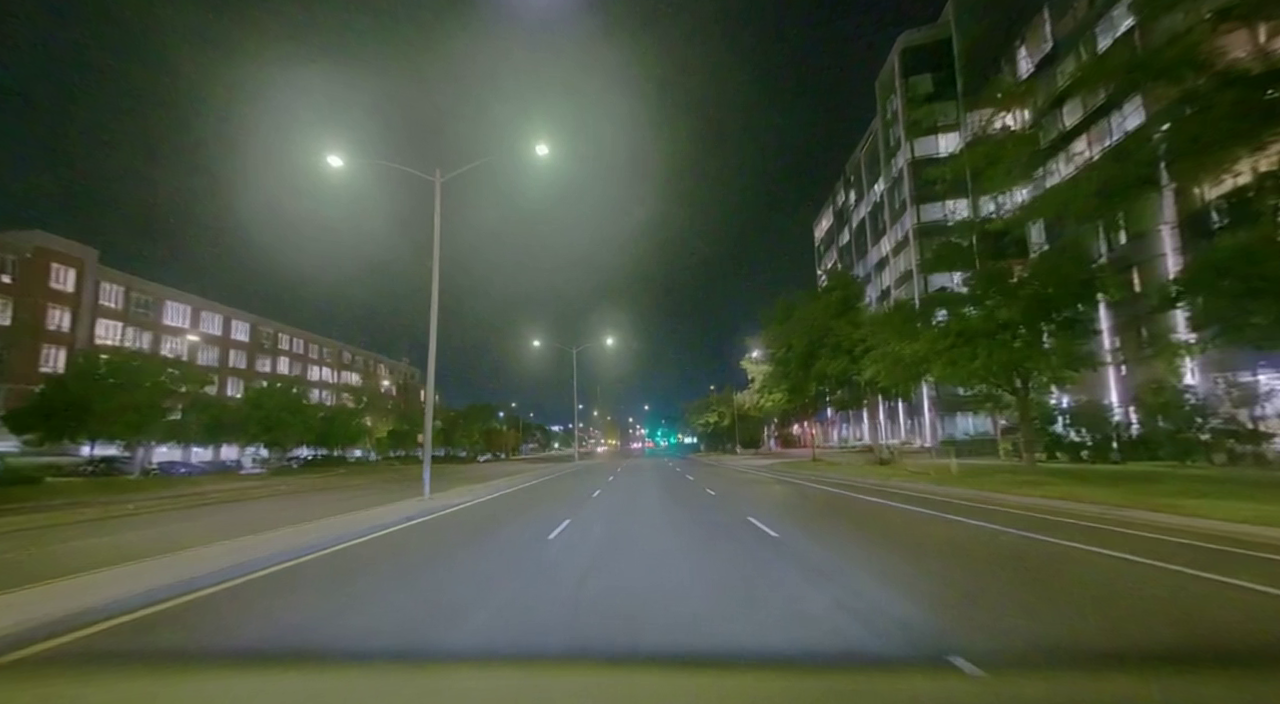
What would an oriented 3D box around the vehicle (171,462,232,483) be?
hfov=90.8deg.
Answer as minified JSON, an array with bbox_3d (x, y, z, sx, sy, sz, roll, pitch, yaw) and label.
[{"bbox_3d":[-34.435,9.452,49.760,1.569,1.422,4.542,1,-8,0],"label":"vehicle"}]
